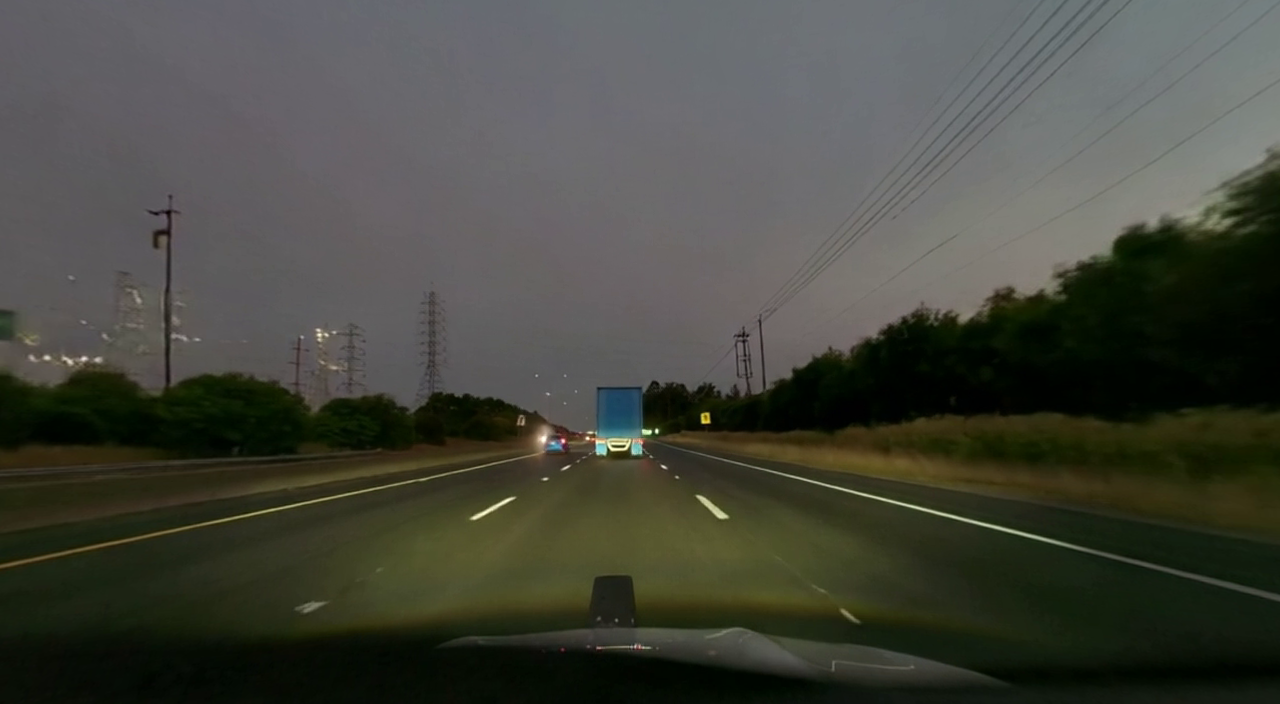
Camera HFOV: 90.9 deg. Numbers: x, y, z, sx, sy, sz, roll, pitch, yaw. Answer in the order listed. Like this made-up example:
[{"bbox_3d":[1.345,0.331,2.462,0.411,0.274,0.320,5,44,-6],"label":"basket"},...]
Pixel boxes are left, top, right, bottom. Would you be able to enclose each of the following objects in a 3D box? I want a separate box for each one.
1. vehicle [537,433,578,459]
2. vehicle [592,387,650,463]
[{"bbox_3d":[-5.339,6.114,41.227,2.117,1.618,4.480,0,-8,-1],"label":"vehicle"},{"bbox_3d":[-1.107,4.343,36.905,2.955,3.851,9.915,0,-8,-2],"label":"vehicle"}]
